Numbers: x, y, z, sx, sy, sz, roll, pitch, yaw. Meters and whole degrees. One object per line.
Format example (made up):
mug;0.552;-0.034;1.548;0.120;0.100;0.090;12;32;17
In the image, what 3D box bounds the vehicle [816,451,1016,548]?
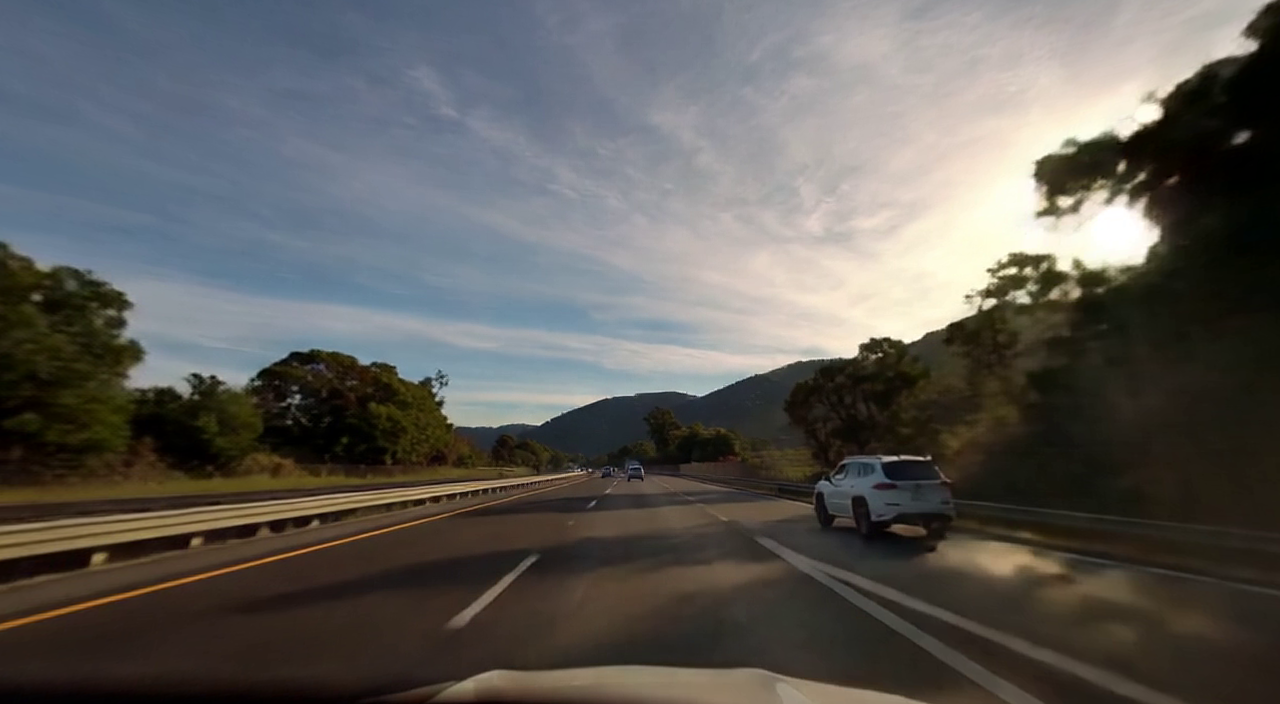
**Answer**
vehicle;5.839;3.204;14.163;2.089;1.770;4.571;2;-11;-5
